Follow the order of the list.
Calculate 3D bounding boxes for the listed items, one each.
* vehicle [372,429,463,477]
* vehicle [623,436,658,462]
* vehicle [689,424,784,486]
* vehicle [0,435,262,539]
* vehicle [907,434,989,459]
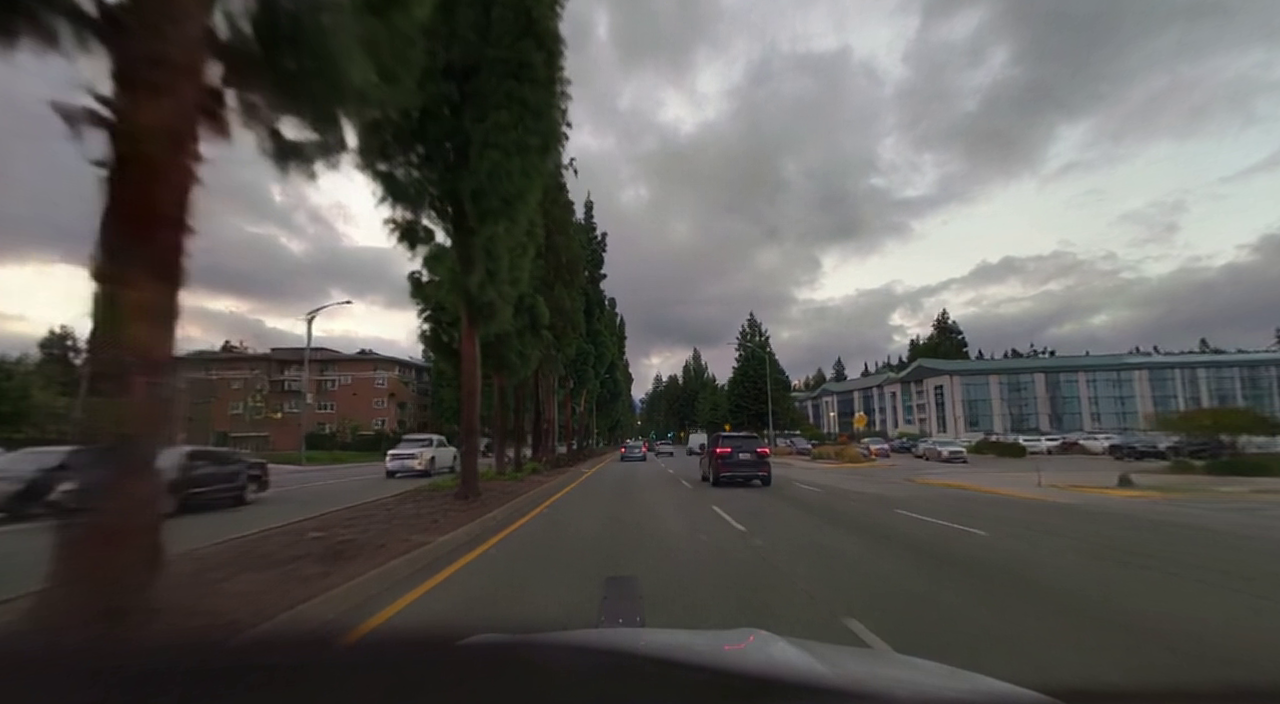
[{"bbox_3d":[-9.429,4.345,27.316,2.165,1.863,4.880,0,-9,0],"label":"vehicle"},{"bbox_3d":[0.010,6.236,40.622,2.145,1.572,4.021,0,-9,-1],"label":"vehicle"},{"bbox_3d":[3.051,3.410,21.144,2.235,1.806,4.818,0,-9,-2],"label":"vehicle"},{"bbox_3d":[-9.011,2.249,11.183,1.938,1.464,4.340,0,-9,0],"label":"vehicle"},{"bbox_3d":[20.595,6.340,42.369,4.475,1.592,1.841,0,-9,-1],"label":"vehicle"}]
